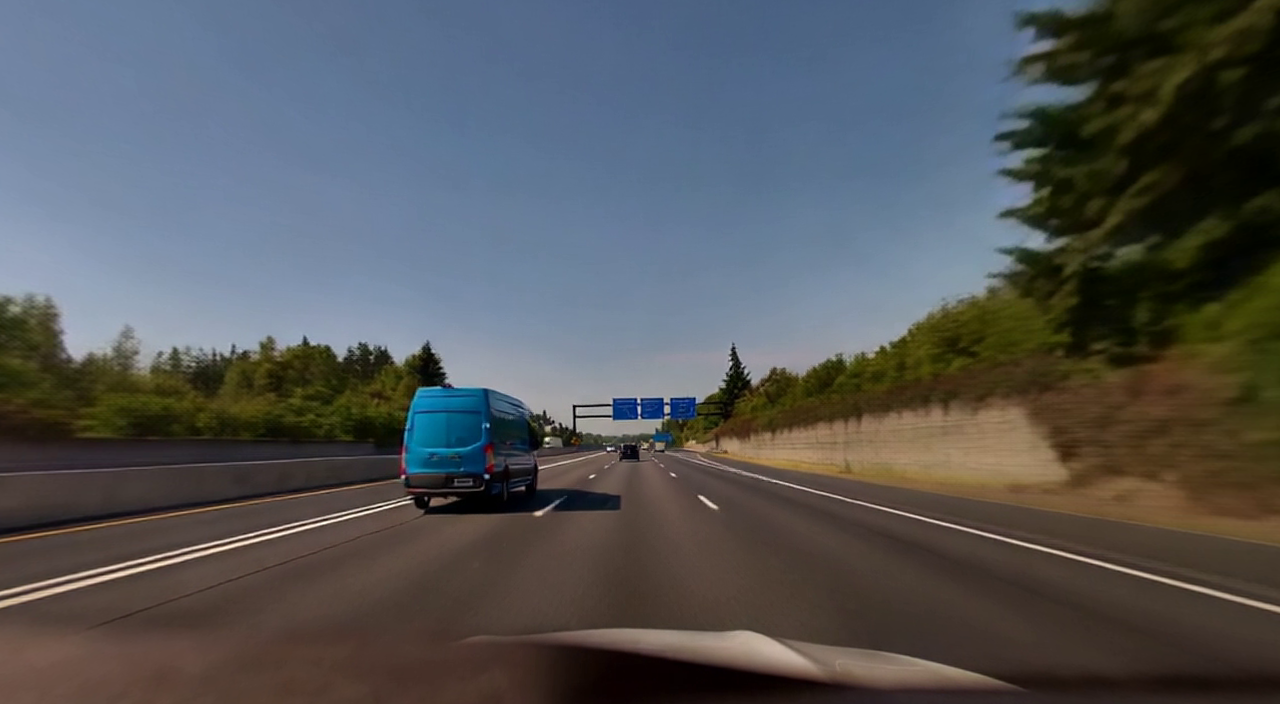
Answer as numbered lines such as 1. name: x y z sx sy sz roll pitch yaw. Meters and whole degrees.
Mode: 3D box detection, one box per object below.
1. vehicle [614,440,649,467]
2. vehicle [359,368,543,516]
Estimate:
1. vehicle: -0.532 6.671 41.371 2.183 1.662 3.968 0 -9 0
2. vehicle: -3.942 2.100 14.695 2.382 2.736 5.982 0 -9 0
